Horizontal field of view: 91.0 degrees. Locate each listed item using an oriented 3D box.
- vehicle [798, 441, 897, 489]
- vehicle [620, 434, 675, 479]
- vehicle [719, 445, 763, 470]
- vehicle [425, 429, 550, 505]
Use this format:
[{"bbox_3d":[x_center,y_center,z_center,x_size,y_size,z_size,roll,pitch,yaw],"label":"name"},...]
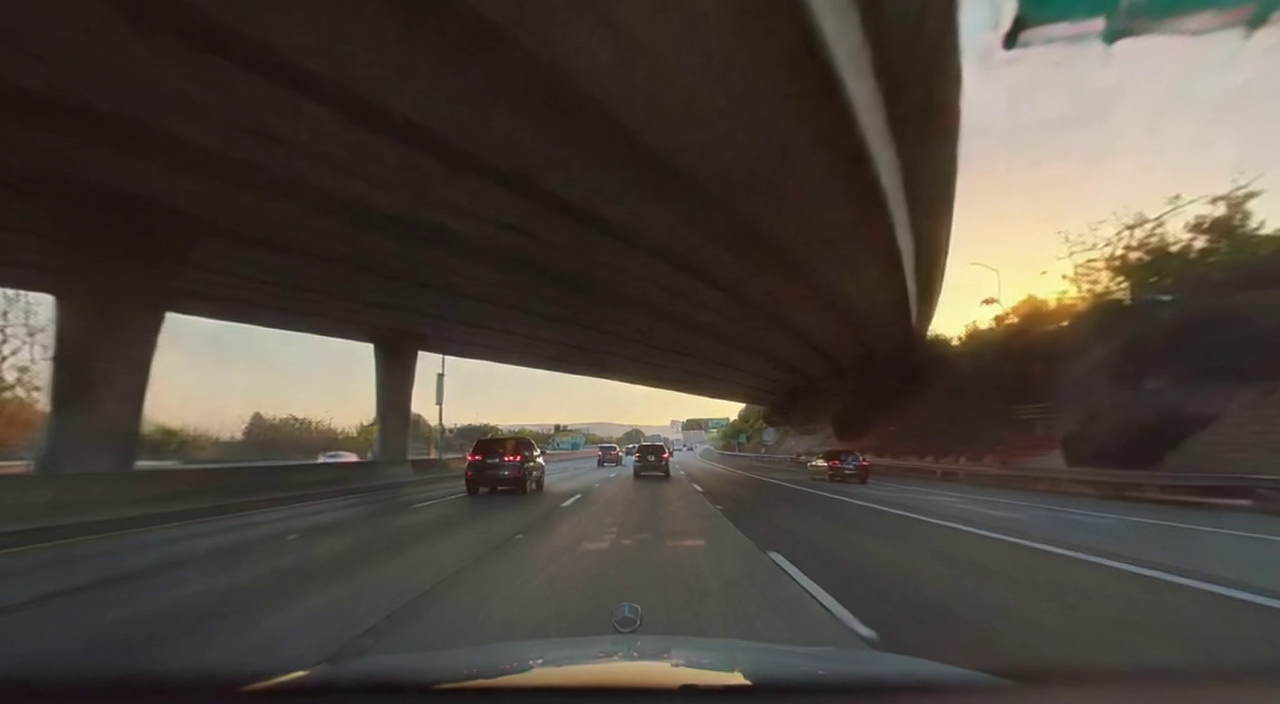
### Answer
[{"bbox_3d":[7.003,3.854,21.796,1.936,1.480,4.373,0,-9,0],"label":"vehicle"},{"bbox_3d":[0.343,4.769,28.879,2.270,1.862,4.949,0,-9,1],"label":"vehicle"},{"bbox_3d":[6.208,6.509,39.137,2.005,1.456,4.287,0,-9,-1],"label":"vehicle"},{"bbox_3d":[-3.844,3.003,16.806,2.142,1.759,4.297,0,-9,2],"label":"vehicle"}]
